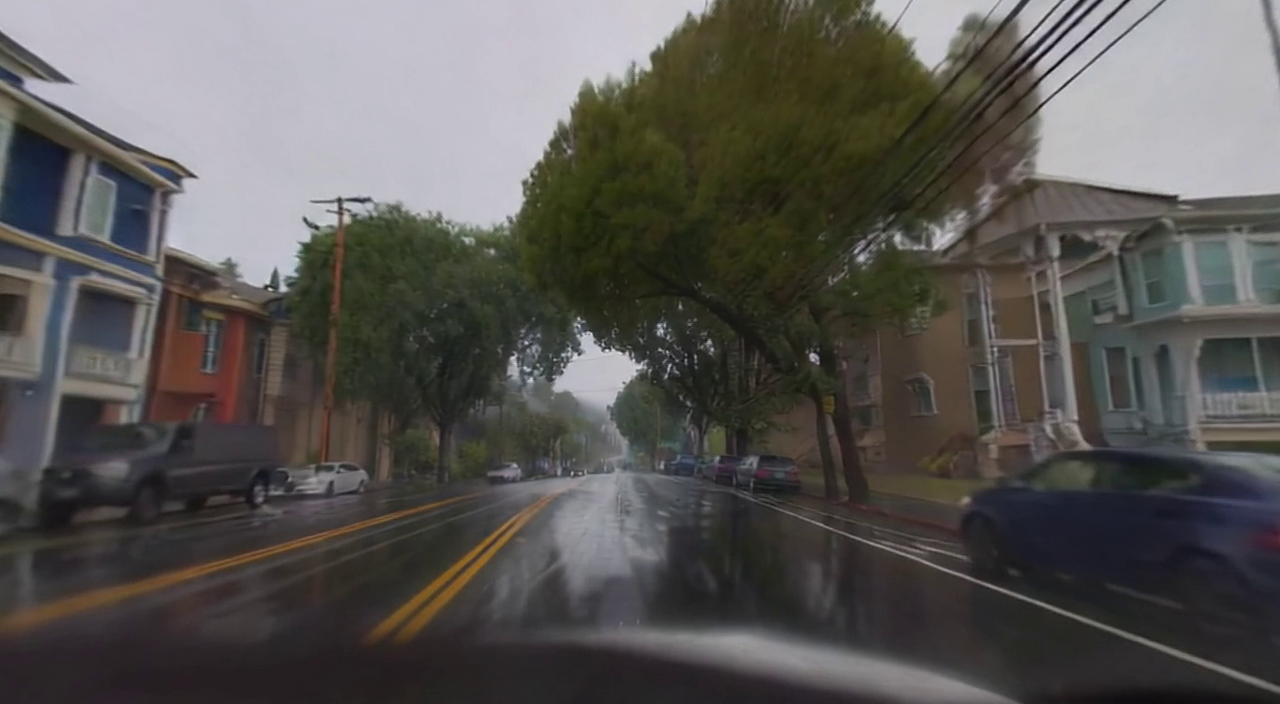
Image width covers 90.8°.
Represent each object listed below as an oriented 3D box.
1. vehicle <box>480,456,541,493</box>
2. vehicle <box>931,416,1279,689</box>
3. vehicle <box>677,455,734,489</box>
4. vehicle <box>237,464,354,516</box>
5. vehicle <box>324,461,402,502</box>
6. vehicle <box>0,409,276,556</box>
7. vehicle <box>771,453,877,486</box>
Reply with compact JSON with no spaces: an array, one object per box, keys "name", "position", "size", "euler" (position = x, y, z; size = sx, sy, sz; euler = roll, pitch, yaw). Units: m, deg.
[{"name":"vehicle","position":[-5.976,5.673,29.594],"size":[2.205,1.480,4.366],"euler":[-1,-9,-4]},{"name":"vehicle","position":[4.499,1.287,4.687],"size":[2.059,1.502,4.824],"euler":[0,-9,-5]},{"name":"vehicle","position":[3.018,5.652,30.104],"size":[1.917,1.434,4.733],"euler":[0,-9,-4]},{"name":"vehicle","position":[-11.568,4.614,21.622],"size":[1.742,1.415,4.566],"euler":[0,-9,-4]},{"name":"vehicle","position":[-11.923,5.564,27.436],"size":[1.936,1.516,3.647],"euler":[0,-9,-4]},{"name":"vehicle","position":[-11.130,2.766,14.189],"size":[2.687,2.491,5.936],"euler":[-2,-8,-4]},{"name":"vehicle","position":[8.925,5.653,30.674],"size":[4.658,1.465,2.025],"euler":[-4,-9,24]}]
